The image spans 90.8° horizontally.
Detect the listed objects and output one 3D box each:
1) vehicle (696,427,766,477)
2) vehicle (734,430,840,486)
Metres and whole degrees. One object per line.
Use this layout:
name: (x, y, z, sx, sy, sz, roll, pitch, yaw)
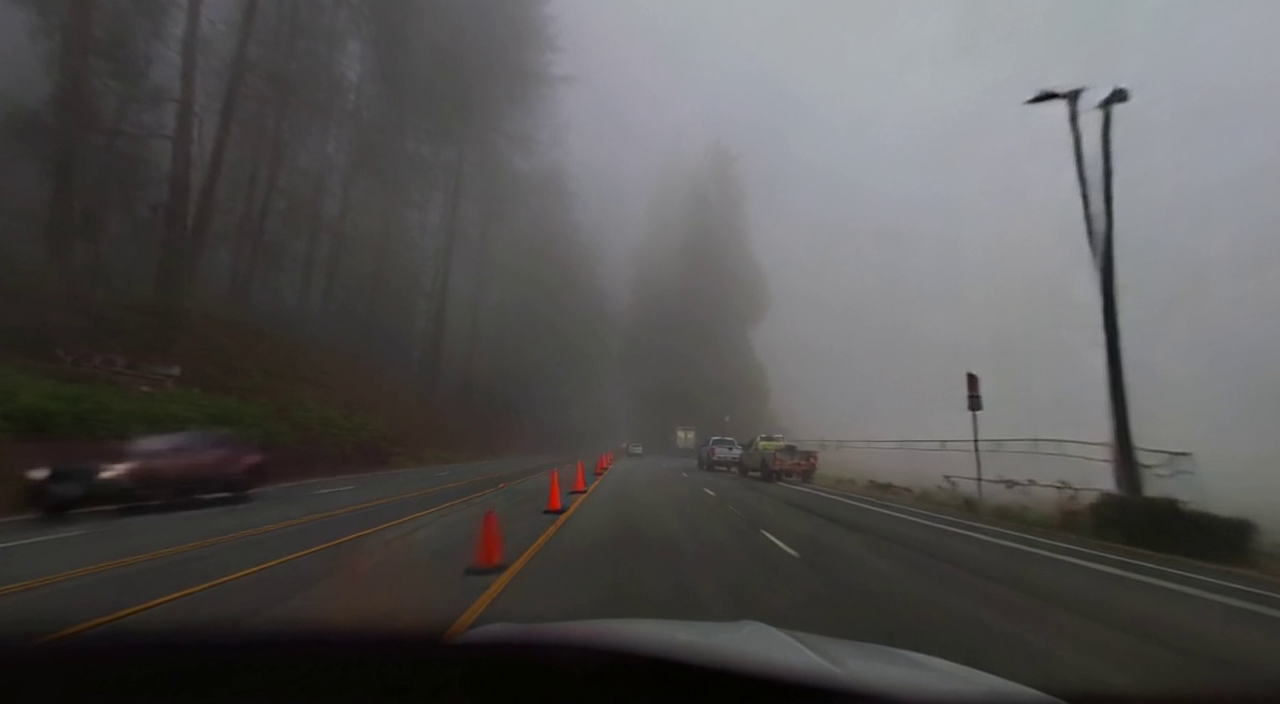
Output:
vehicle: (4.685, 5.439, 33.704, 2.694, 2.177, 6.177, 1, -13, -1)
vehicle: (5.722, 4.241, 25.697, 2.294, 1.949, 6.246, 0, -8, -5)
